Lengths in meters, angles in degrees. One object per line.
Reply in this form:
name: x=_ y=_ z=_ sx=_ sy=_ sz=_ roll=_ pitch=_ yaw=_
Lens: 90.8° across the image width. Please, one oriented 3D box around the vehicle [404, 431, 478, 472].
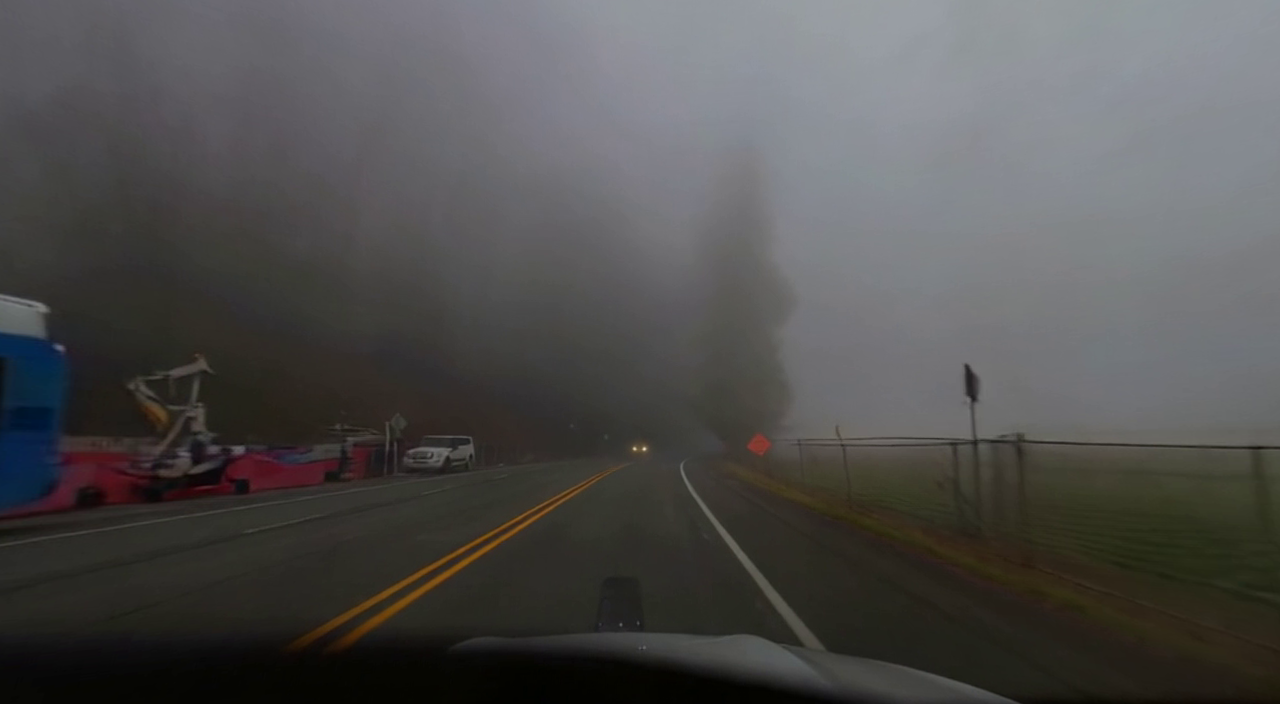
vehicle: x=-11.184 y=5.625 z=36.065 sx=2.244 sy=2.022 sz=6.102 roll=-2 pitch=-8 yaw=0
